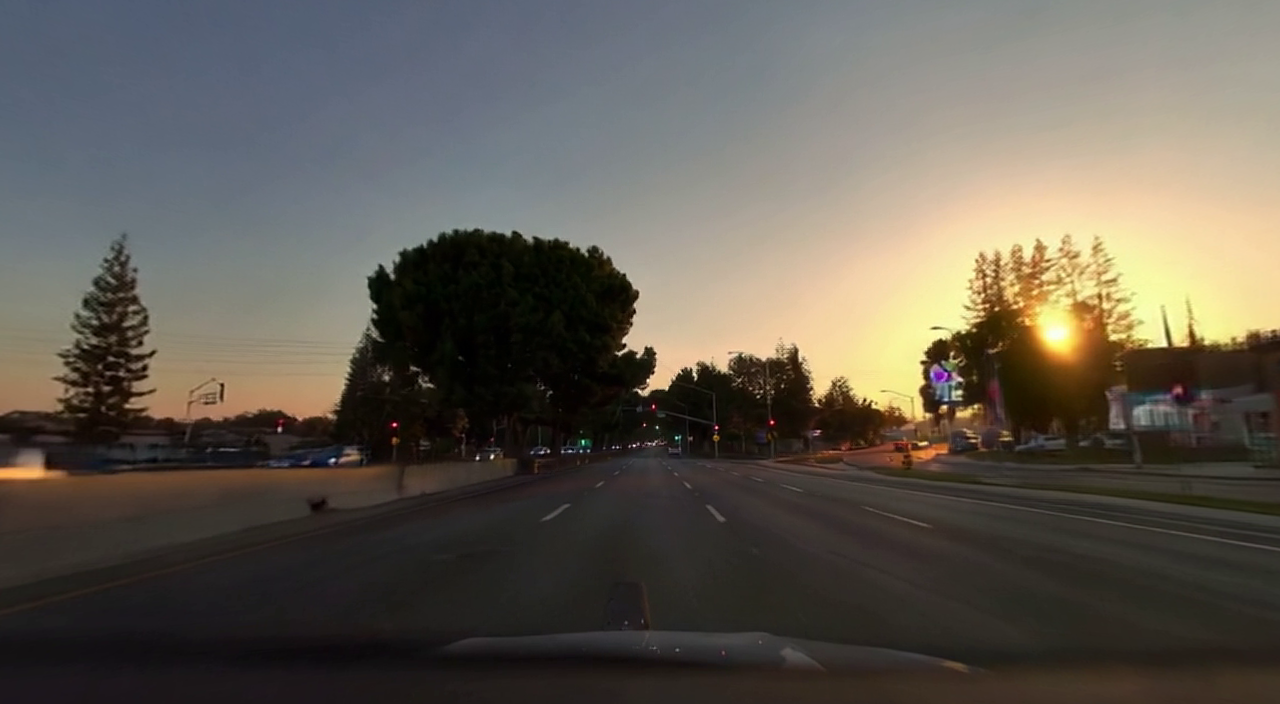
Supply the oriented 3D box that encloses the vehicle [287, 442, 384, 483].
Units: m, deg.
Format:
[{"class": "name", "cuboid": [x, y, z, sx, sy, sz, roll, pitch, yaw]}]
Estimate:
[{"class": "vehicle", "cuboid": [-13.622, 4.947, 28.521, 2.078, 1.684, 4.505, 0, -8, 1]}]
